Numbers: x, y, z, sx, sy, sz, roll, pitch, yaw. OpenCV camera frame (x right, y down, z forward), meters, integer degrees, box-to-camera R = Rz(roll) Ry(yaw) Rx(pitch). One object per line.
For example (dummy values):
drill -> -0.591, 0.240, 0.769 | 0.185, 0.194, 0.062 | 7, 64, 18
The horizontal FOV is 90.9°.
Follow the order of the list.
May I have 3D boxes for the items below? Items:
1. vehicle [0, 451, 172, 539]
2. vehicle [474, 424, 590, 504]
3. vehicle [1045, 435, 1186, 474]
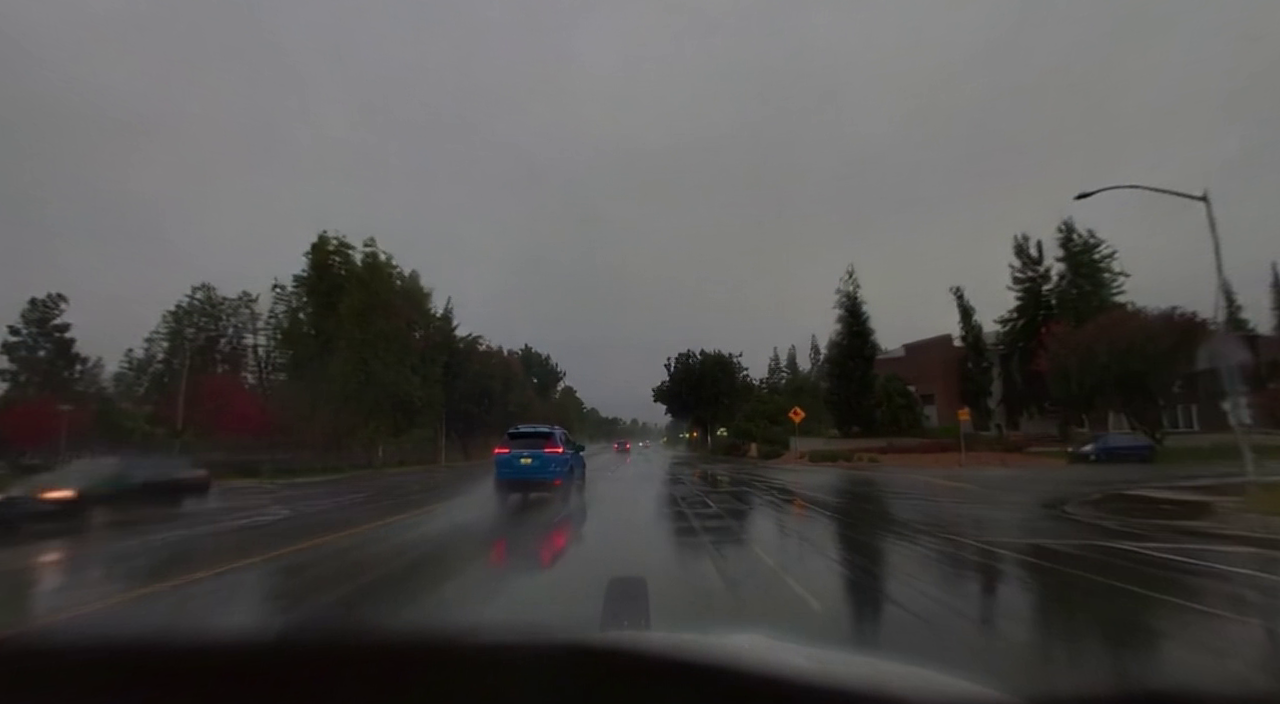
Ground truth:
vehicle -> -12.239, 2.834, 13.035 | 1.837, 1.504, 4.204 | 0, -8, 1
vehicle -> -2.716, 2.963, 17.160 | 2.179, 1.851, 4.756 | 0, -8, 2
vehicle -> 22.720, 4.923, 30.290 | 4.802, 1.760, 2.374 | 0, -8, 1
